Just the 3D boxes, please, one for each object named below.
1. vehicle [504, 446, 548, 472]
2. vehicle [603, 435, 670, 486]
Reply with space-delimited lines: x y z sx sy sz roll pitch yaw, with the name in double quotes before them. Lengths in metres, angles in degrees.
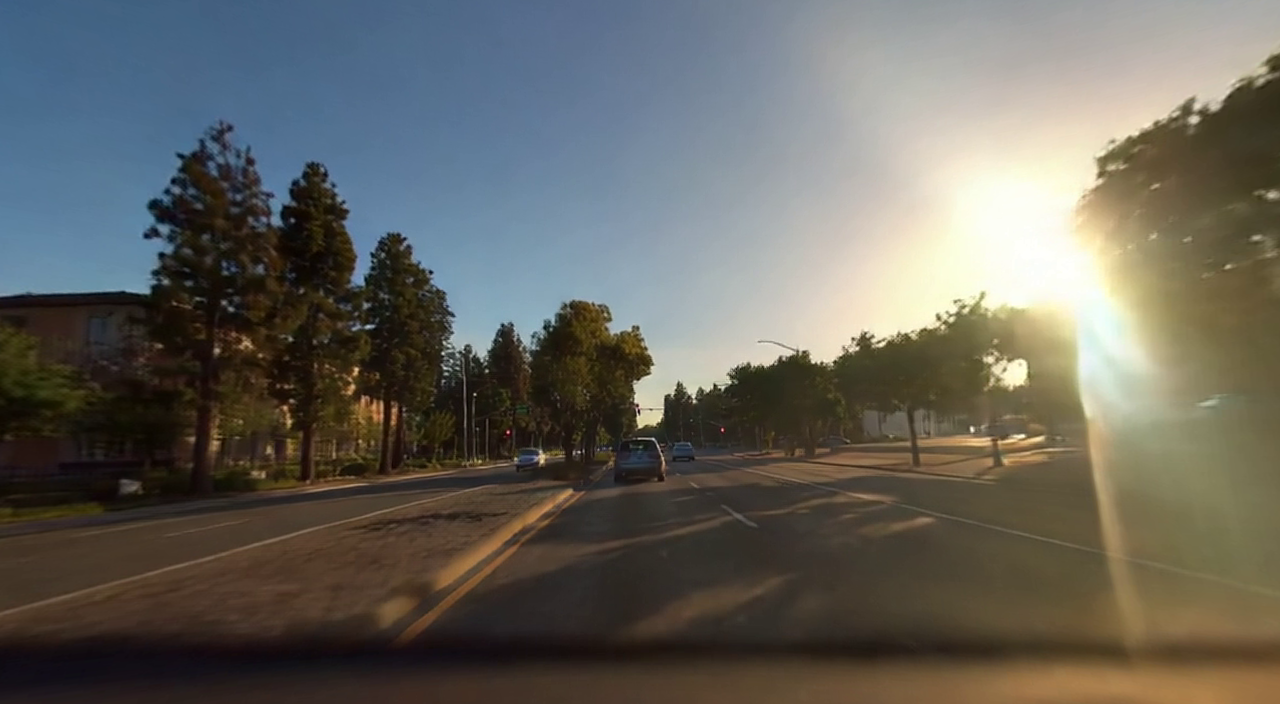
"vehicle" -7.506 7.046 41.888 2.094 1.579 4.297 -1 -8 0
"vehicle" -0.156 3.841 22.667 2.181 1.639 4.127 0 -8 -1
